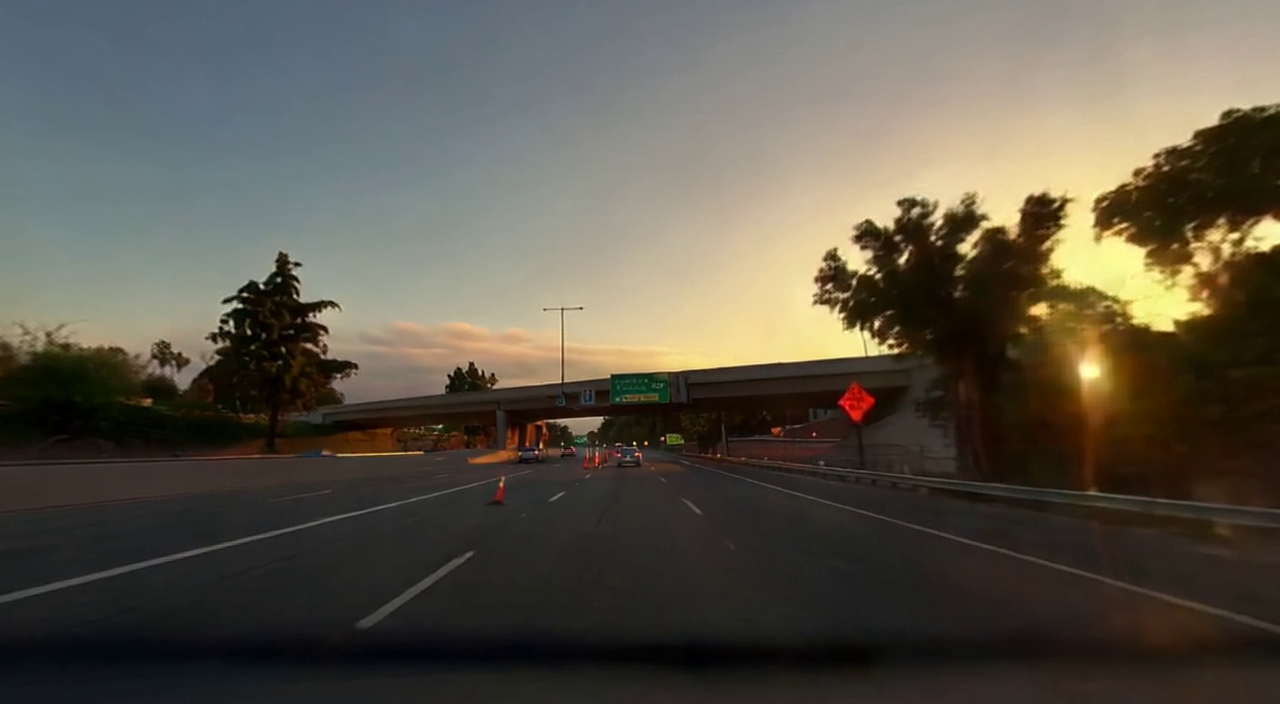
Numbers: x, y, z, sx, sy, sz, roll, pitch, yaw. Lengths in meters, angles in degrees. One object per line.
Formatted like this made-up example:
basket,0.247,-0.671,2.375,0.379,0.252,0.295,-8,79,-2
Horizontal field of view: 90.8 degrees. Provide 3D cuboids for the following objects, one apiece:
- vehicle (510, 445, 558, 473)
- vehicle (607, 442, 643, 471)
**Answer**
vehicle,-5.924,6.012,35.748,1.997,1.507,4.248,0,-9,-1
vehicle,-0.889,6.332,38.373,2.109,1.638,3.856,0,-9,-1
